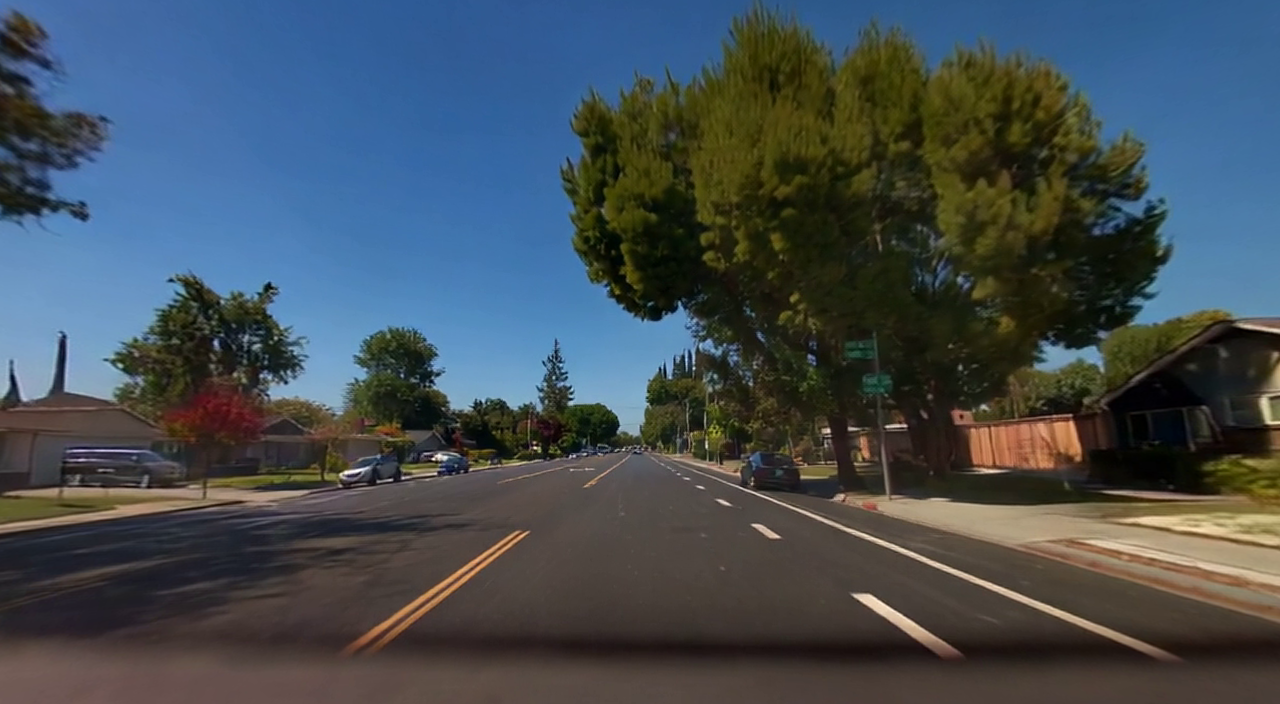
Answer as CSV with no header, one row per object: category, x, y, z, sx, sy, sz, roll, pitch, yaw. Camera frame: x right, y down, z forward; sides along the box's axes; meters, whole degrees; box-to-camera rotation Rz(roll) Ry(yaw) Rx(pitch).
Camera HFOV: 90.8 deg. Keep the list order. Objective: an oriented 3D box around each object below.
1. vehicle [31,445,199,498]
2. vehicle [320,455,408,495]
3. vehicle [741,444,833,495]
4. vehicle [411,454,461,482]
vehicle,-19.959,4.514,24.204,4.461,1.886,2.072,0,-8,-1
vehicle,-12.311,5.495,28.529,1.940,1.452,4.485,-3,-9,0
vehicle,4.700,3.815,20.945,1.925,1.482,4.746,0,-8,0
vehicle,-12.660,7.193,39.478,1.775,1.516,4.304,-3,-8,-1
